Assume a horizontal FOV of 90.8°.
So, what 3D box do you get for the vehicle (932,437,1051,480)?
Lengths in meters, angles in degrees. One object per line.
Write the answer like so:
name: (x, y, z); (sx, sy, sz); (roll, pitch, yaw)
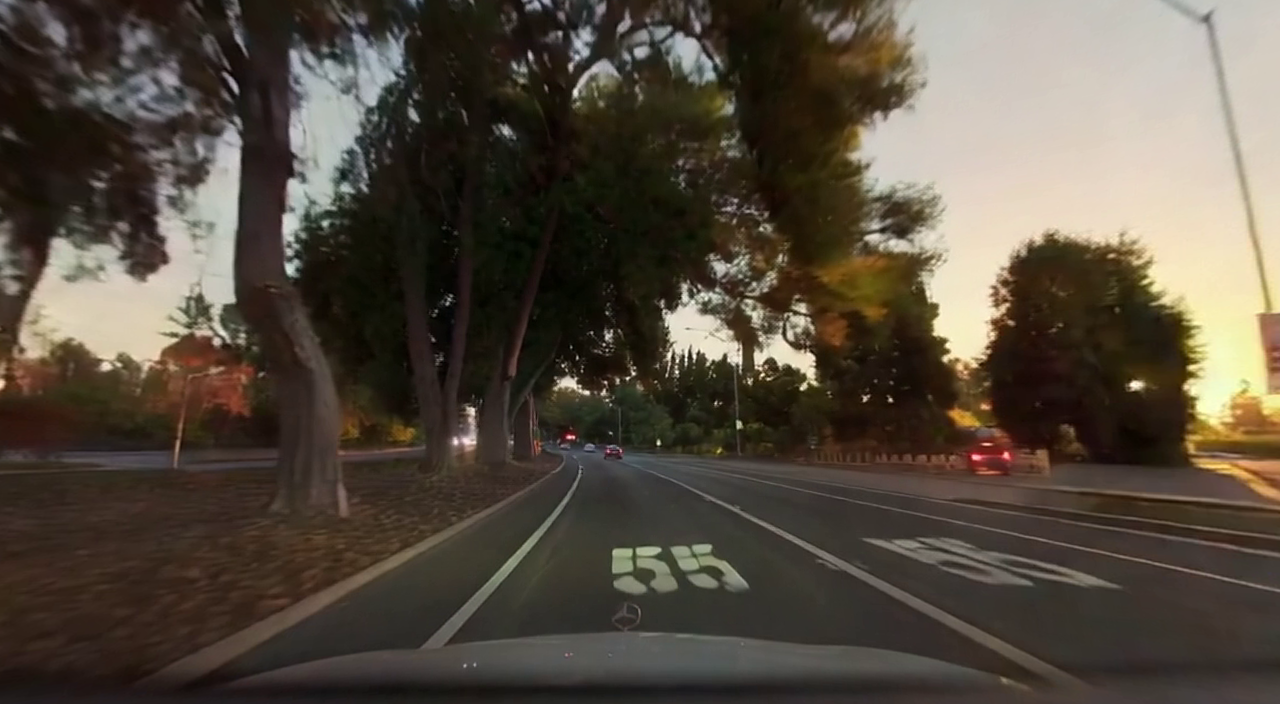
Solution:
vehicle: (16.260, 4.918, 29.366); (4.457, 1.724, 1.871); (3, -8, -1)
